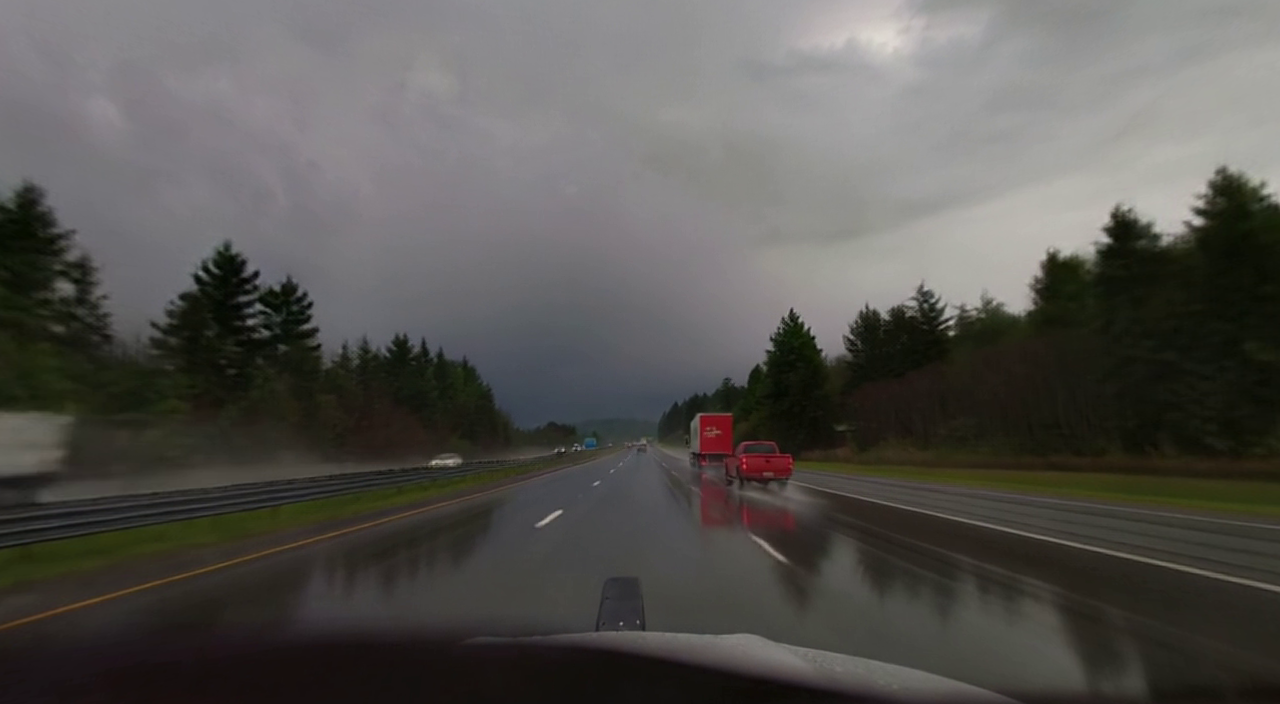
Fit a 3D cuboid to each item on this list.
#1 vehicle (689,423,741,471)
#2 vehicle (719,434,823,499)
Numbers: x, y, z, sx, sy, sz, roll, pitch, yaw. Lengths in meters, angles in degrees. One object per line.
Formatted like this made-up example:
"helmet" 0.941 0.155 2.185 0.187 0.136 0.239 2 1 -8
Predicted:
"vehicle" 4.283 5.567 36.978 2.300 2.564 5.643 0 -9 -1
"vehicle" 3.504 3.154 17.716 2.019 1.601 3.953 0 -9 0
